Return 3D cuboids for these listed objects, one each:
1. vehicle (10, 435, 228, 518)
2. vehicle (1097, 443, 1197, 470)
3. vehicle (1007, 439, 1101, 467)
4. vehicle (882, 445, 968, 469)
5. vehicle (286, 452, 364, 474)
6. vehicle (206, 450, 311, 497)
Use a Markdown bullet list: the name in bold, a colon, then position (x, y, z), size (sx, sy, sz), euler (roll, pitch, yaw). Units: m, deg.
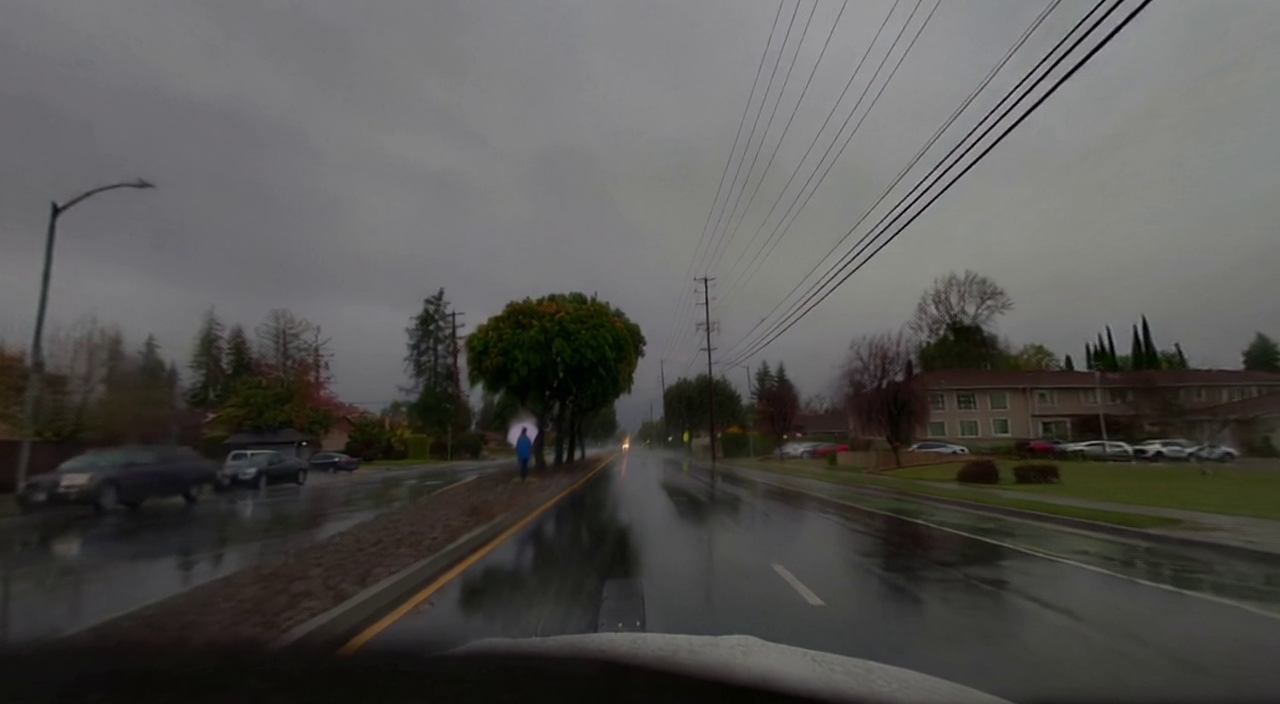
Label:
- **vehicle**: position (-15.059, 3.572, 18.782), size (2.298, 1.979, 4.920), euler (-3, -9, 0)
- **vehicle**: position (33.127, 6.811, 41.449), size (1.974, 1.647, 4.721), euler (2, -9, -15)
- **vehicle**: position (31.318, 7.623, 48.011), size (2.206, 1.971, 5.600), euler (3, -9, -20)
- **vehicle**: position (17.473, 6.470, 38.896), size (4.246, 1.427, 2.055), euler (0, -9, 0)
- **vehicle**: position (-21.865, 7.698, 44.017), size (4.354, 1.450, 2.043), euler (2, -9, -10)
- **vehicle**: position (-15.453, 4.897, 25.908), size (2.106, 1.517, 4.632), euler (-3, -8, -10)
